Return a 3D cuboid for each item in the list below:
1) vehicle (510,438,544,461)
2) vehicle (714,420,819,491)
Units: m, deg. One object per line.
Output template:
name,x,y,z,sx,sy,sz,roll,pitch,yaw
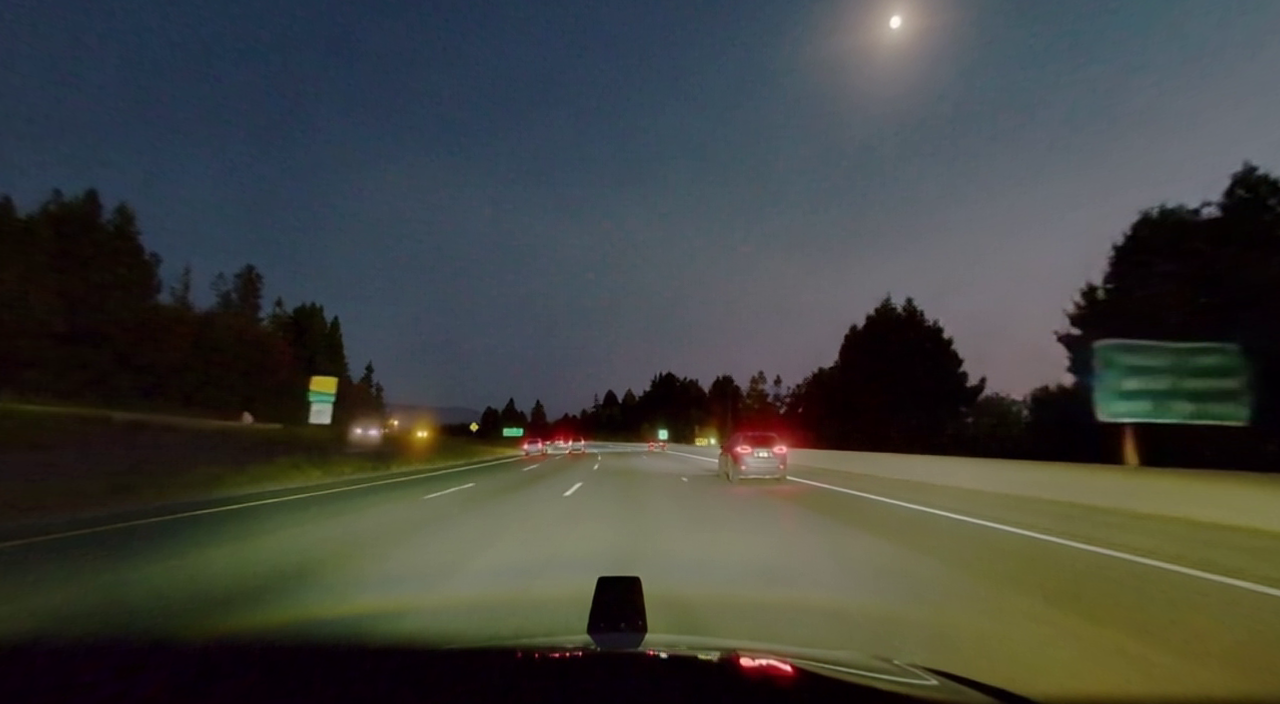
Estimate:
vehicle,-8.851,7.666,49.637,2.064,1.645,4.286,0,-8,-3
vehicle,3.524,2.992,18.509,2.043,1.795,4.347,0,-8,-2
